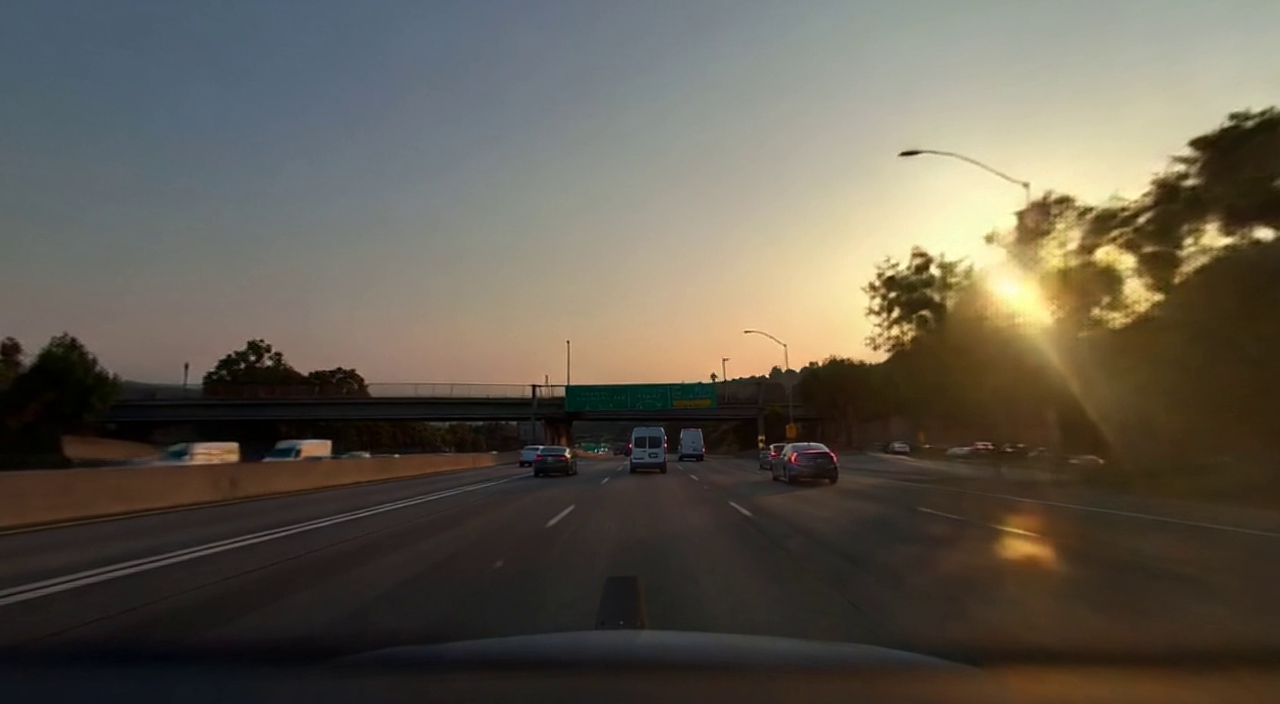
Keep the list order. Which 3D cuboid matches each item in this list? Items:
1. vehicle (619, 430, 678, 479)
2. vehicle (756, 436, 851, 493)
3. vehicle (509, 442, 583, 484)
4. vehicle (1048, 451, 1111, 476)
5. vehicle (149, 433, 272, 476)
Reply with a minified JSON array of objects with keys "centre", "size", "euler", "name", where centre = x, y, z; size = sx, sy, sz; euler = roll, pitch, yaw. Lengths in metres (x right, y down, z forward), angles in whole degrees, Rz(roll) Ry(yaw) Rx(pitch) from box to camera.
[{"centre":[0.378,4.716,29.200],"size":[2.509,2.062,4.639],"euler":[0,-9,1],"name":"vehicle"},{"centre":[5.385,3.748,21.376],"size":[2.146,1.678,4.489],"euler":[0,-9,2],"name":"vehicle"},{"centre":[-3.687,4.474,25.726],"size":[2.173,1.542,4.781],"euler":[0,-9,2],"name":"vehicle"},{"centre":[32.709,8.286,46.998],"size":[2.039,1.718,4.674],"euler":[-1,-9,11],"name":"vehicle"},{"centre":[-33.388,8.037,49.648],"size":[2.918,3.000,9.282],"euler":[0,-8,2],"name":"vehicle"}]
